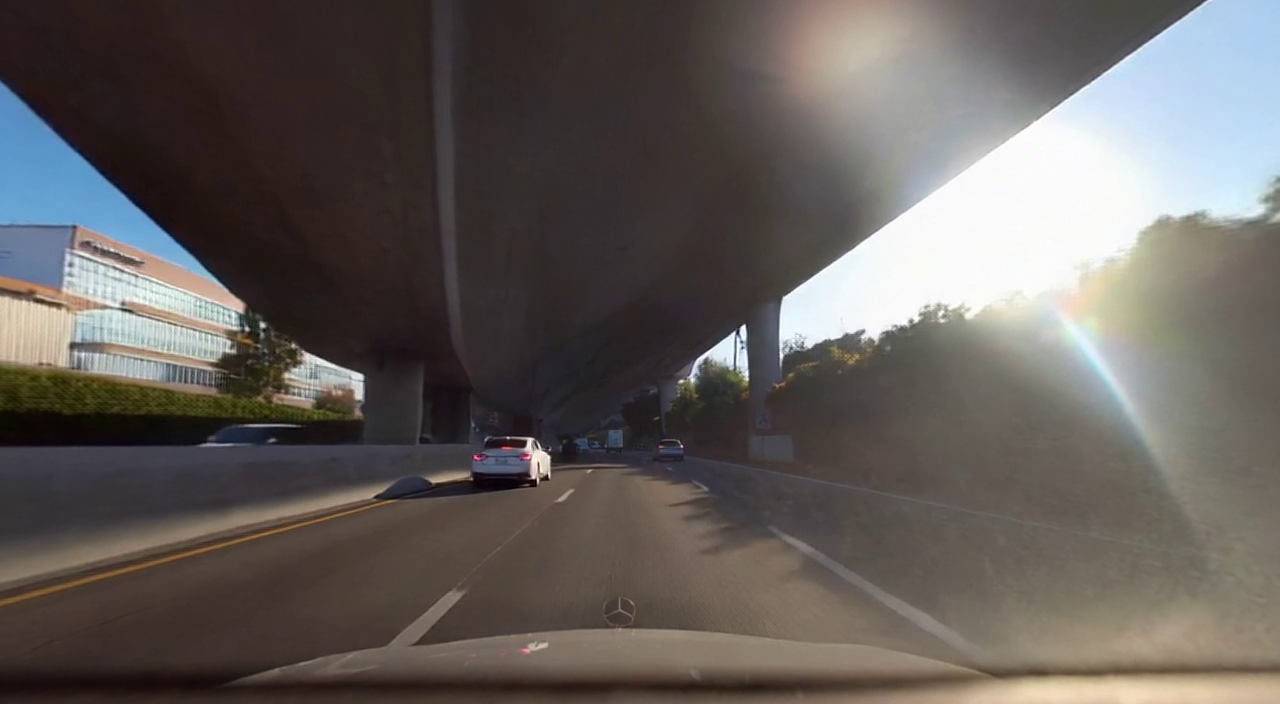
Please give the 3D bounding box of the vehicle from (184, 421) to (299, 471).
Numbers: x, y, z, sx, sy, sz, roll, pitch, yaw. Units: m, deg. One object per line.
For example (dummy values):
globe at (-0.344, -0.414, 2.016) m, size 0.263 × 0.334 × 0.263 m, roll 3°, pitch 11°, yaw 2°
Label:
vehicle at (-17.403, 4.117, 27.830) m, size 2.115 × 1.986 × 4.769 m, roll 0°, pitch -8°, yaw -3°

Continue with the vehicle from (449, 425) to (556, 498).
vehicle at (-3.635, 2.966, 17.480) m, size 2.080 × 1.733 × 4.410 m, roll 0°, pitch -8°, yaw -1°

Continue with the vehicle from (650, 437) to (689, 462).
vehicle at (1.993, 6.790, 43.851) m, size 2.078 × 1.608 × 3.982 m, roll 0°, pitch -8°, yaw -6°
